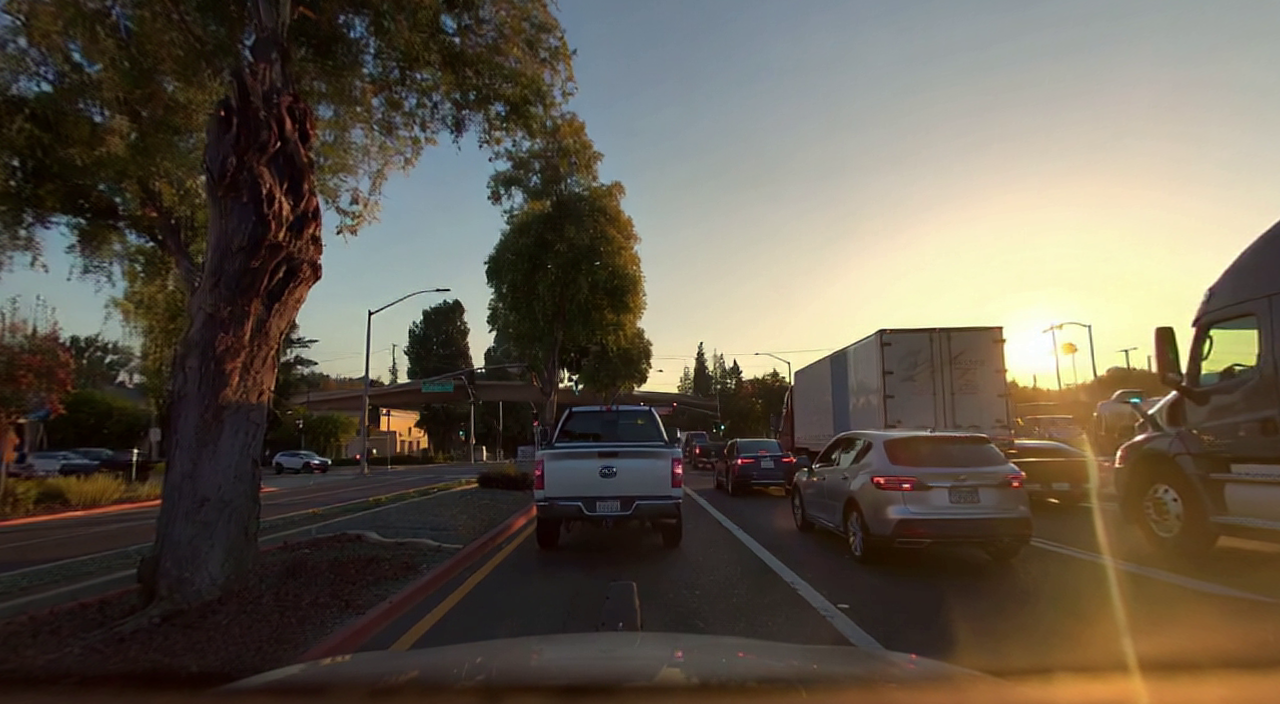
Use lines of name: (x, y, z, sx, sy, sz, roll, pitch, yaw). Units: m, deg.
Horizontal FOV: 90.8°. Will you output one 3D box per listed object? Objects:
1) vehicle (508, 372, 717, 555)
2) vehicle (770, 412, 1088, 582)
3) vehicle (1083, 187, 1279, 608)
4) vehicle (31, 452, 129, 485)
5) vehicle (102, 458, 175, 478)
vehicle: (-0.359, 1.720, 10.218, 2.499, 2.183, 5.111, 0, -9, -1)
vehicle: (3.253, 1.753, 8.533, 1.905, 1.587, 4.998, 0, -9, 0)
vehicle: (6.526, 0.101, 3.345, 2.802, 3.322, 7.429, 0, -9, 0)
vehicle: (-28.559, 5.922, 32.398, 1.730, 1.534, 3.922, 1, -9, -8)
vehicle: (-38.158, 8.807, 48.100, 4.150, 1.474, 1.826, -1, -9, 6)
